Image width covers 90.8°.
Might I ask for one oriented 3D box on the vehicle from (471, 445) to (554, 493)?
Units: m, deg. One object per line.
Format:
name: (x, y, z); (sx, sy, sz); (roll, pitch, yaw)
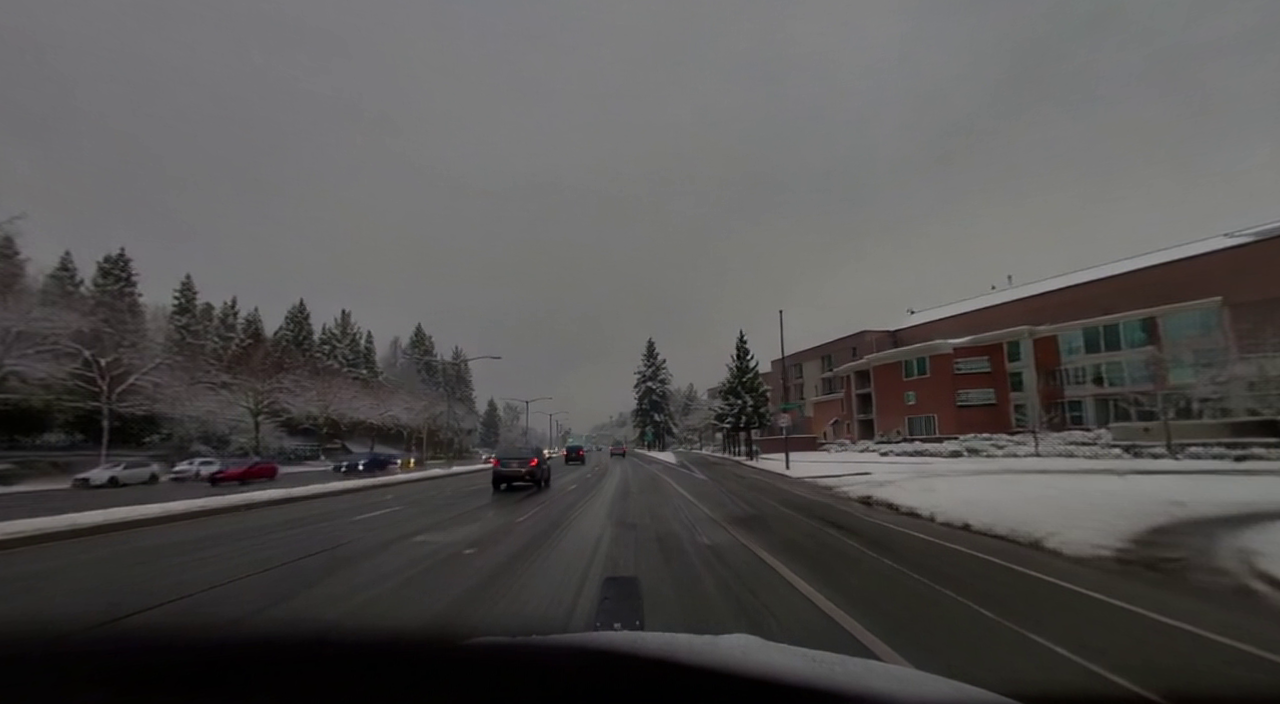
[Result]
vehicle: (-4.279, 3.967, 21.953); (2.025, 1.474, 4.292); (0, -8, 0)

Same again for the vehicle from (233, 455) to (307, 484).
vehicle: (-22.982, 7.310, 39.458); (1.891, 1.625, 4.366); (0, -8, 1)

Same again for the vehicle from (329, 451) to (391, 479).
vehicle: (-19.236, 7.739, 43.658); (2.121, 1.682, 4.696); (-2, -8, 1)

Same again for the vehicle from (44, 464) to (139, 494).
vehicle: (-33.274, 7.710, 38.531); (1.885, 1.538, 4.642); (0, -8, -4)
